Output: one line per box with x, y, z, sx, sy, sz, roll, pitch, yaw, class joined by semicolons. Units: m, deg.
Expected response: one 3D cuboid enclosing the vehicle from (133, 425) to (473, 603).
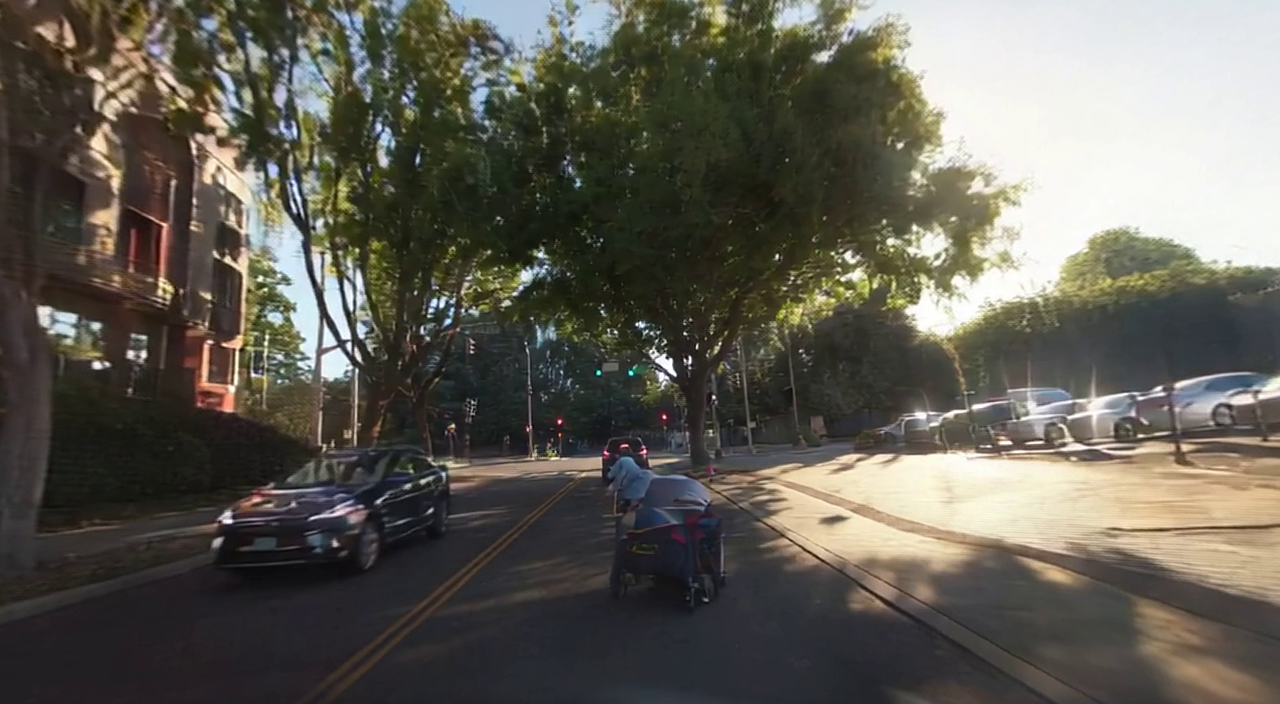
-3.685;1.806;7.960;2.057;1.613;4.062;-1;-8;0;vehicle

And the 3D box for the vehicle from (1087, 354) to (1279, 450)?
11.637;0.977;12.033;4.559;1.619;1.855;-3;-9;6;vehicle

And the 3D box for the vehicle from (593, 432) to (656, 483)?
-0.511;3.875;23.357;2.142;1.686;3.816;-1;-8;0;vehicle
